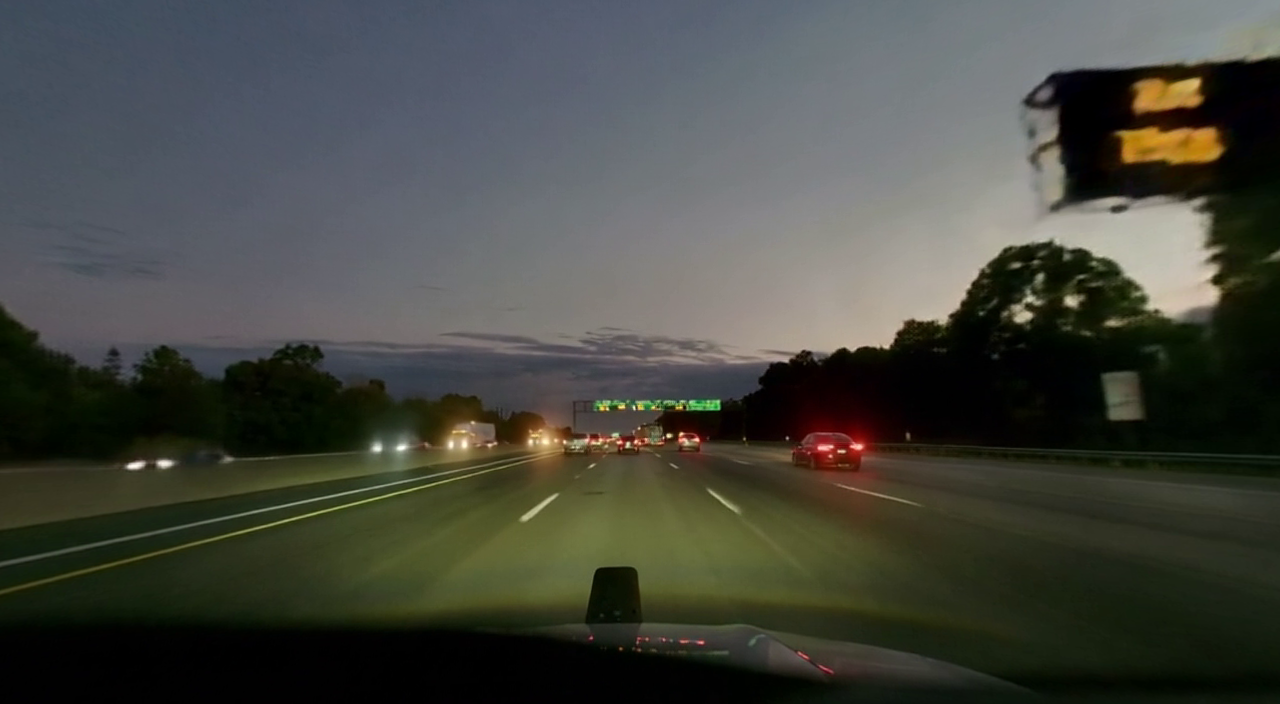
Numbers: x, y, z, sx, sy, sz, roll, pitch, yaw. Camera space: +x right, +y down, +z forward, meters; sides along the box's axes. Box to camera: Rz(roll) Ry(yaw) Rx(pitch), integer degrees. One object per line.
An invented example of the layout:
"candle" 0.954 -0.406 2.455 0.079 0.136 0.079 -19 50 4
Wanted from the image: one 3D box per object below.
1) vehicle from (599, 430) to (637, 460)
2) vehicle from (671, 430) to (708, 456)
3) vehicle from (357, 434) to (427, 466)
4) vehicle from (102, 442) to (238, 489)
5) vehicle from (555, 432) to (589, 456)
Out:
"vehicle" -1.288 5.518 37.493 2.119 1.629 3.946 0 -8 -2
"vehicle" 3.312 6.213 42.882 2.066 1.673 4.225 0 -8 -2
"vehicle" -14.127 5.588 36.092 2.066 1.693 4.782 0 -8 0
"vehicle" -17.294 4.151 23.435 1.886 1.517 4.079 0 -8 0
"vehicle" -4.796 6.549 44.818 2.046 1.658 4.008 0 -8 0
